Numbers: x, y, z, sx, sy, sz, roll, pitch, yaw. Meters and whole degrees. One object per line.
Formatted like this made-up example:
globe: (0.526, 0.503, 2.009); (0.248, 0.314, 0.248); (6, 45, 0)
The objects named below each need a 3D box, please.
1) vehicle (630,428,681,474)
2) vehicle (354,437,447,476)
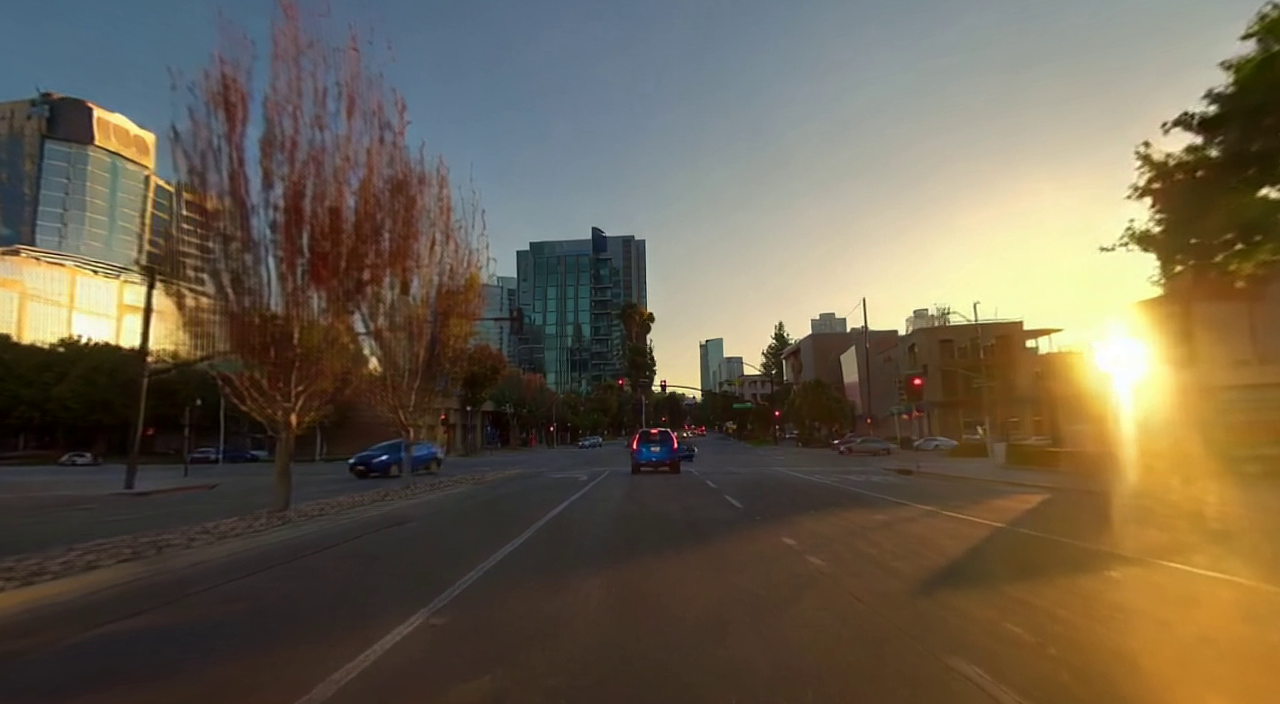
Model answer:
vehicle: (0.645, 4.150, 26.604); (1.994, 1.759, 4.186); (0, -8, 1)
vehicle: (-11.240, 4.910, 29.967); (1.954, 1.673, 4.460); (-2, -8, 12)
